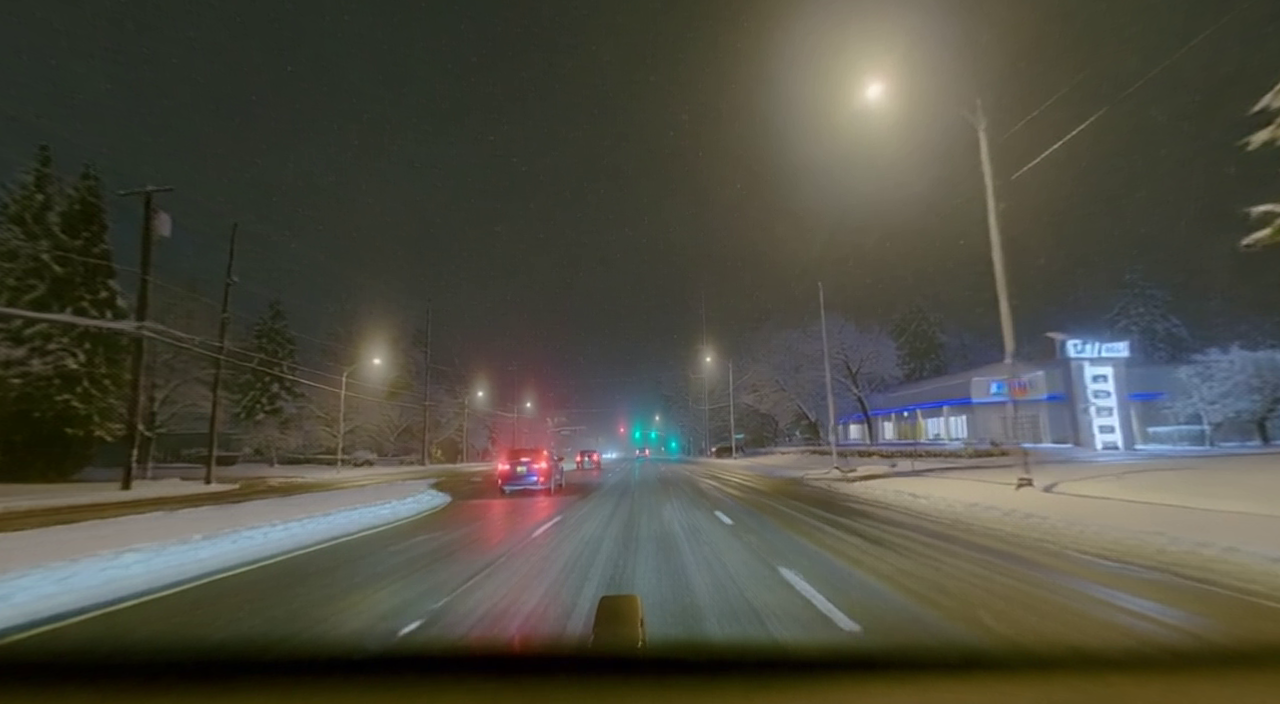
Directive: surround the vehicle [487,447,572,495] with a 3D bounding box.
[{"bbox_3d":[-3.601,3.961,21.399,2.076,1.444,4.328,0,-9,0],"label":"vehicle"}]
